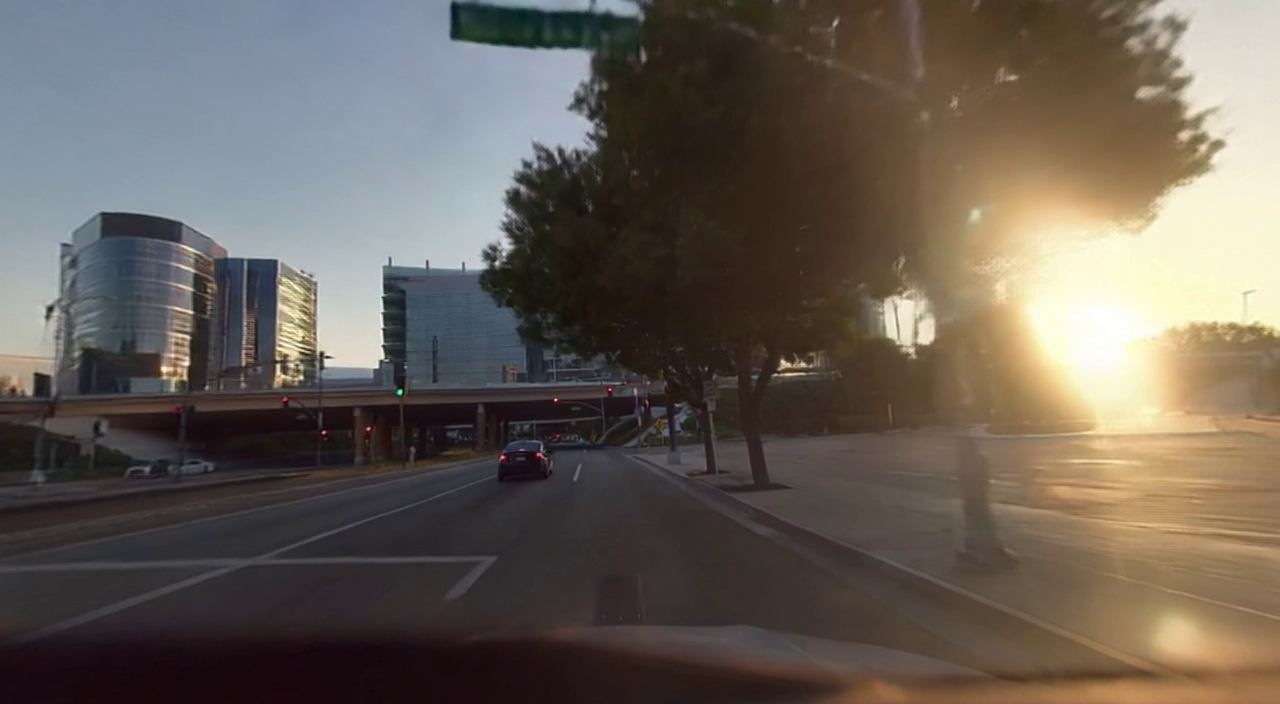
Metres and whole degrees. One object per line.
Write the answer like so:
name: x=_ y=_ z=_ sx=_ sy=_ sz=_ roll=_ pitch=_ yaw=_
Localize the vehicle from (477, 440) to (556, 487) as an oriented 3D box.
vehicle: x=-4.375 y=3.978 z=23.087 sx=2.154 sy=1.465 sz=4.532 roll=-1 pitch=-8 yaw=-3
